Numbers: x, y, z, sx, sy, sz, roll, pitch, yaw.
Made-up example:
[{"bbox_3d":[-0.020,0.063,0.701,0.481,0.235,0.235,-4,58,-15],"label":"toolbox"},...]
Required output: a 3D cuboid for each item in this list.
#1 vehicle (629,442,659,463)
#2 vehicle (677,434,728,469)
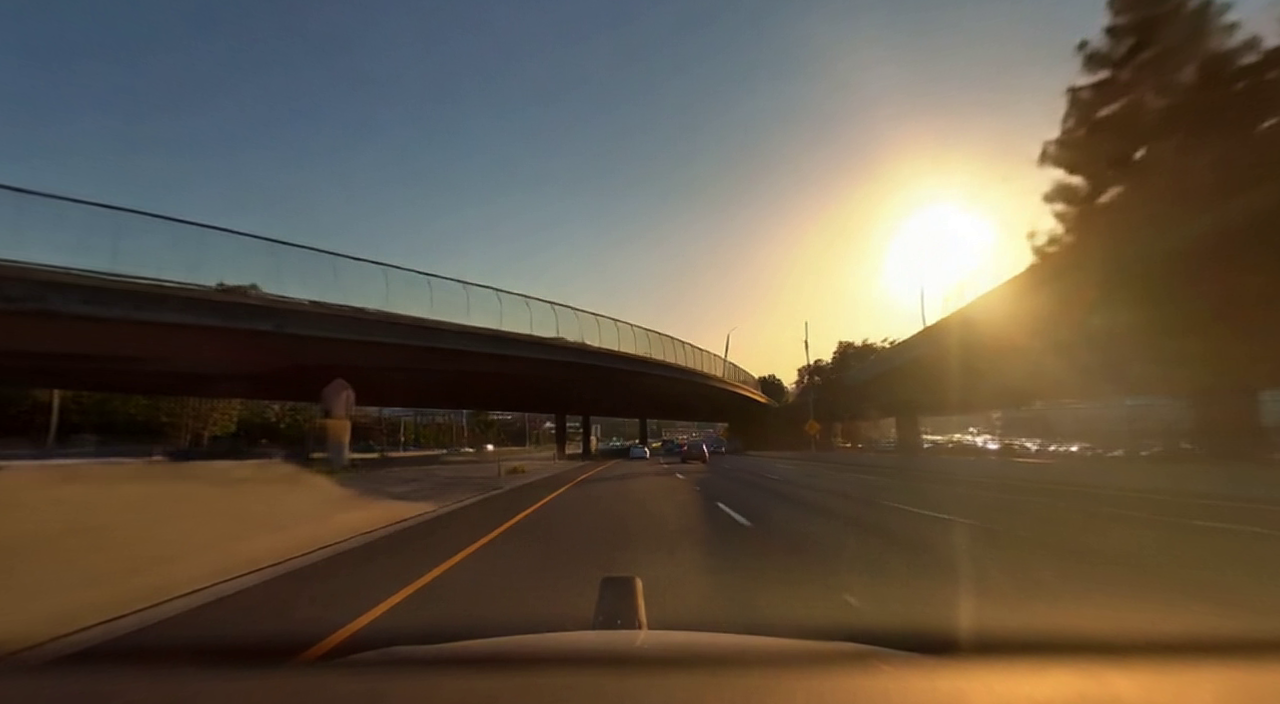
[{"bbox_3d":[0.333,7.323,46.036,2.046,1.475,3.784,0,-9,1],"label":"vehicle"},{"bbox_3d":[3.373,5.522,35.166,2.226,1.779,4.835,0,-9,-1],"label":"vehicle"}]
